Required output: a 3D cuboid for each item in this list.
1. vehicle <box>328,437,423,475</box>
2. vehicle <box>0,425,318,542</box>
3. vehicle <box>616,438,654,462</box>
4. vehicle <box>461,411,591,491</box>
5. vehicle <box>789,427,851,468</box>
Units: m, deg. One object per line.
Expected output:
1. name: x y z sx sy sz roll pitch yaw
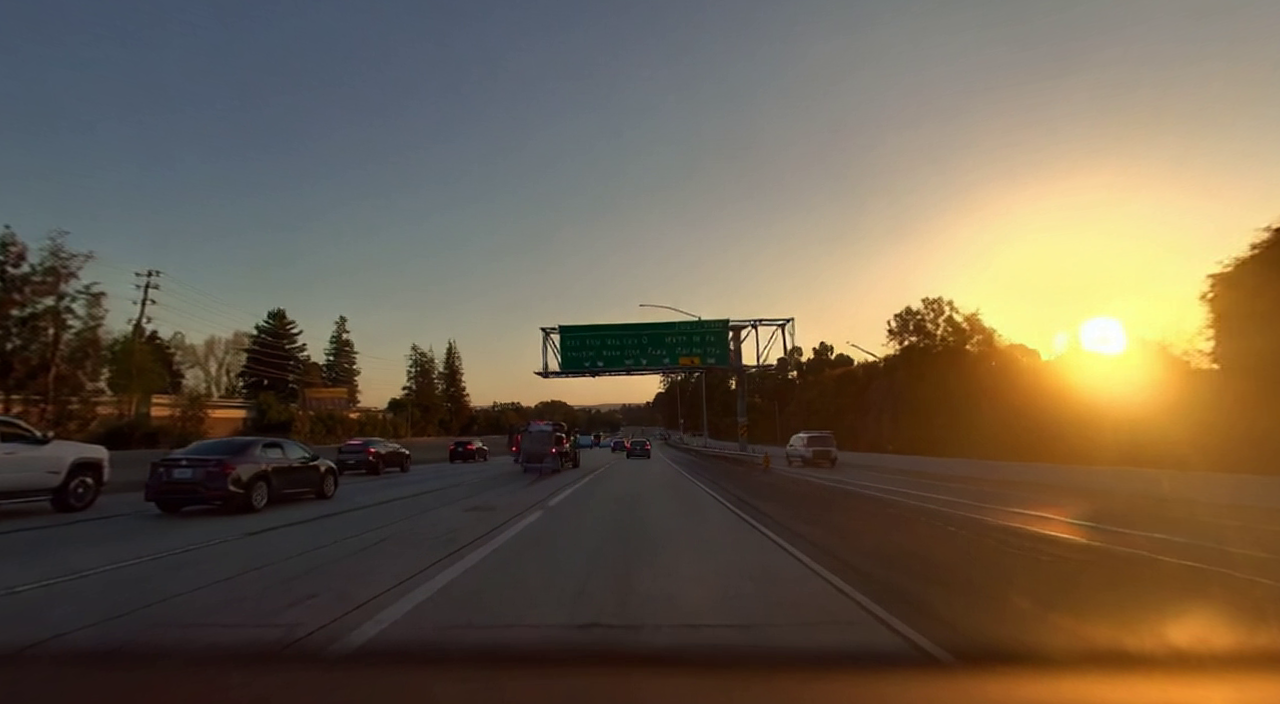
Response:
1. vehicle: -10.938 4.316 26.395 1.884 1.453 4.579 0 -8 2
2. vehicle: -7.521 2.017 10.344 1.964 1.481 4.425 0 -8 2
3. vehicle: -0.265 6.152 39.648 2.013 1.444 4.447 -1 -8 4
4. vehicle: -3.232 3.059 19.713 2.815 2.092 6.526 0 -8 0
5. vehicle: 11.328 6.058 40.063 2.244 2.374 5.762 -1 -8 0
